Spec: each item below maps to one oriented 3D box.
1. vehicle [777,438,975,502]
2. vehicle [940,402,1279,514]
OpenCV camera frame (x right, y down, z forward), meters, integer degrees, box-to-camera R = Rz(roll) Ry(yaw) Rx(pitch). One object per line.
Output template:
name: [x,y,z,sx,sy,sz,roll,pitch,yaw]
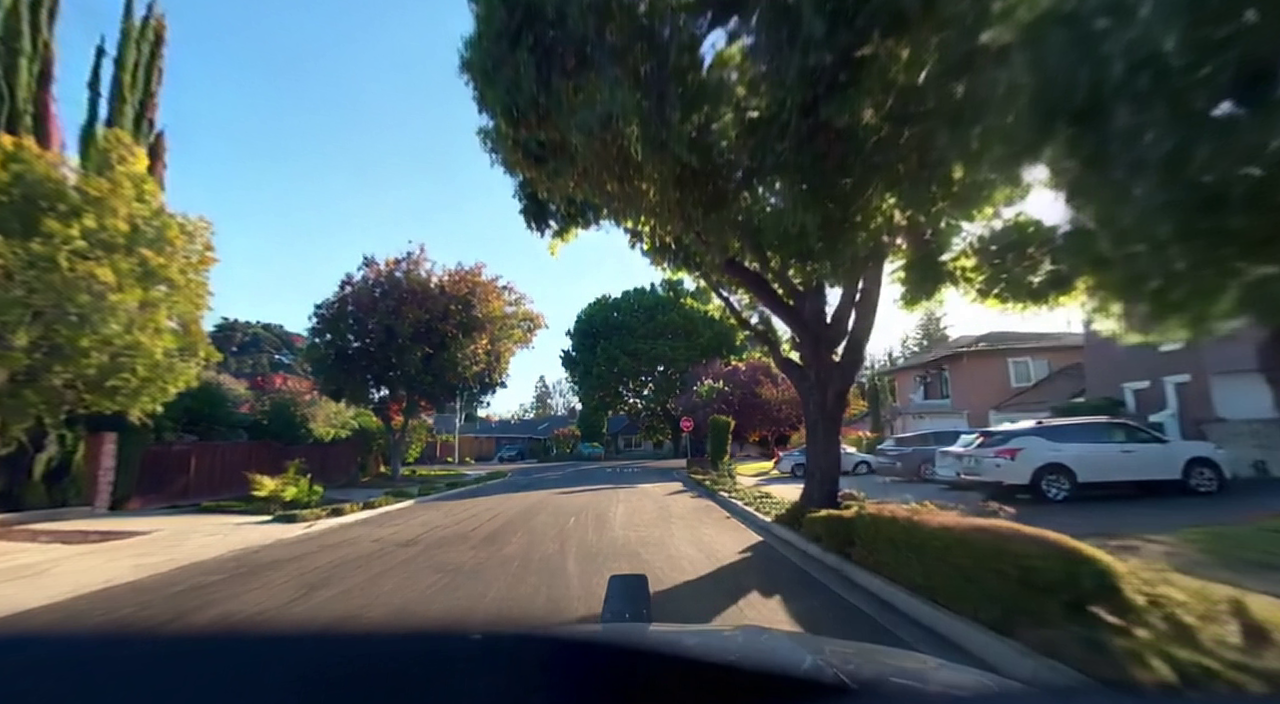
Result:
vehicle: [5.727,2.885,15.713,4.229,1.402,1.811,1,-8,1]
vehicle: [9.397,2.148,12.985,5.239,1.933,2.131,-2,-9,-1]
